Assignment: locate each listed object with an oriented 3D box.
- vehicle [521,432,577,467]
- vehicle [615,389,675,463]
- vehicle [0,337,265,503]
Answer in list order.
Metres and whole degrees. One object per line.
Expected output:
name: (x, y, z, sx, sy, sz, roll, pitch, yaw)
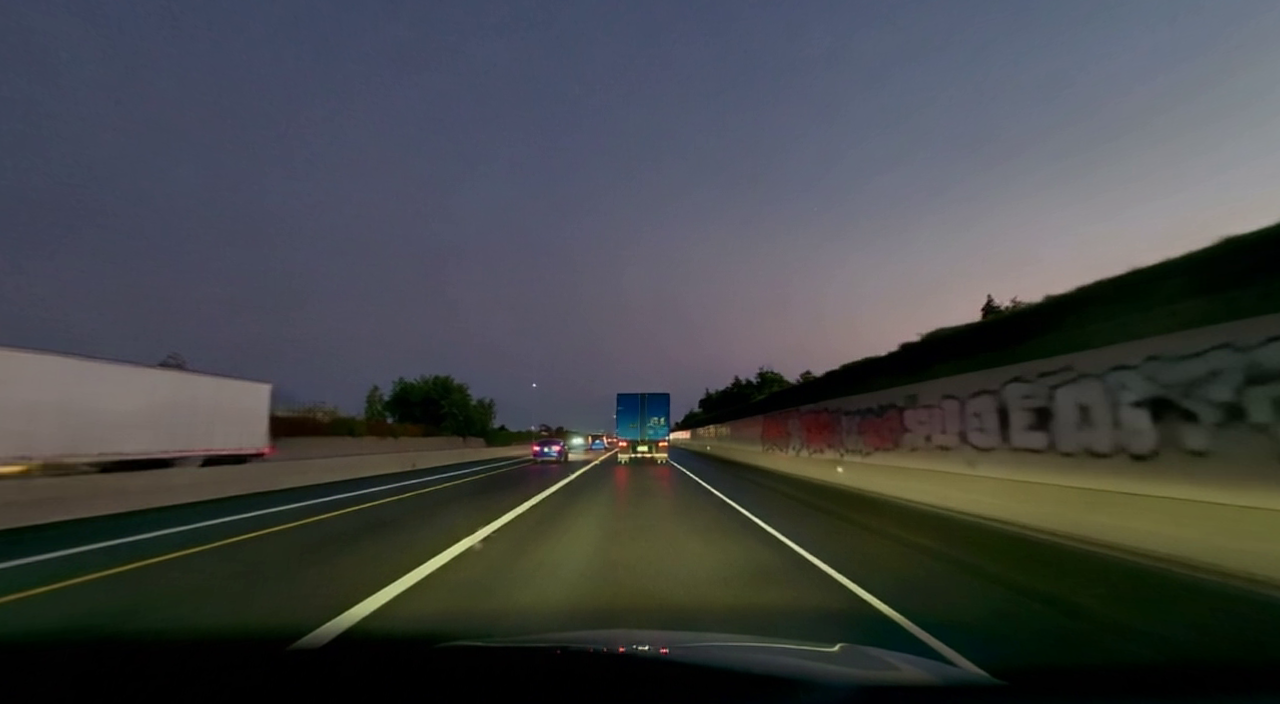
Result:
vehicle: (-4.182, 4.543, 29.663, 1.948, 1.526, 4.525, 0, -8, 0)
vehicle: (0.145, 4.260, 35.679, 2.927, 3.649, 9.443, 0, -8, -1)
vehicle: (-18.111, 2.178, 19.336, 3.166, 4.222, 16.648, 0, -8, -1)
